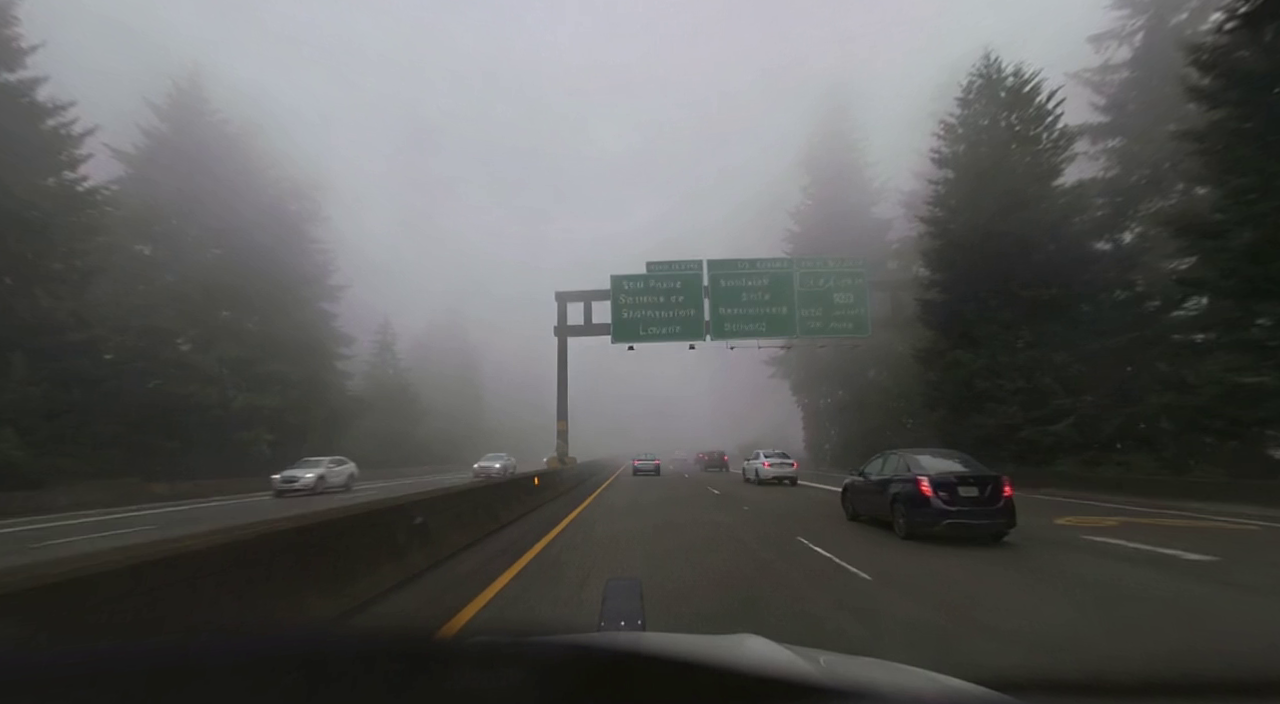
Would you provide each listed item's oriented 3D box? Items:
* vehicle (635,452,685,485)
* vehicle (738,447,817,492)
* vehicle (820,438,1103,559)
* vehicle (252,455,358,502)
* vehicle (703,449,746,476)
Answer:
[{"bbox_3d":[0.838,5.032,27.474,2.012,1.320,3.777,0,-9,1],"label":"vehicle"},{"bbox_3d":[4.875,4.222,23.058,1.827,1.462,4.697,0,-9,0],"label":"vehicle"},{"bbox_3d":[4.570,2.142,9.991,2.007,1.451,4.587,0,-9,-1],"label":"vehicle"},{"bbox_3d":[-12.356,4.655,23.575,1.805,1.550,3.877,0,-9,0],"label":"vehicle"},{"bbox_3d":[4.929,6.514,37.382,1.952,1.495,3.740,0,-9,-1],"label":"vehicle"}]
